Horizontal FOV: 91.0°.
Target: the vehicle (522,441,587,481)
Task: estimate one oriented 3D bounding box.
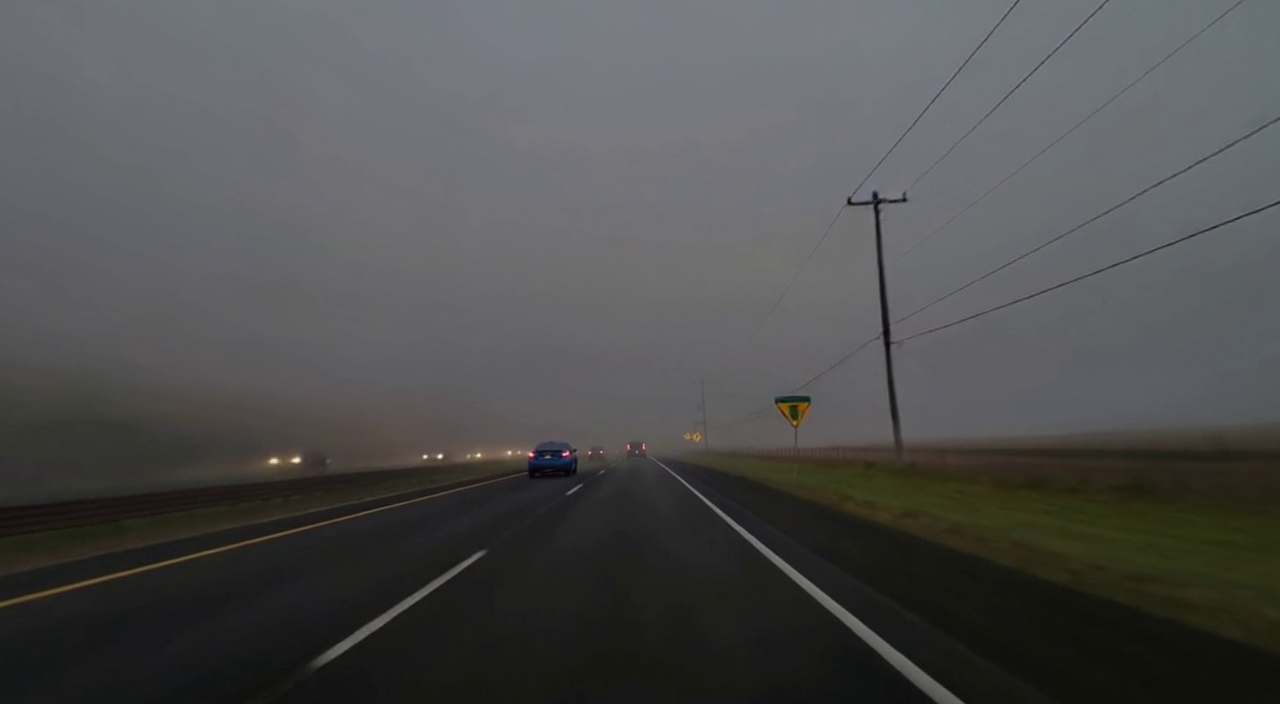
[{"bbox_3d":[-3.673,4.793,27.924,2.120,1.597,4.810,0,-9,1],"label":"vehicle"}]

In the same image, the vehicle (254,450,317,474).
[{"bbox_3d":[-25.539,7.919,45.544,1.881,1.584,4.456,0,-9,0],"label":"vehicle"}]
